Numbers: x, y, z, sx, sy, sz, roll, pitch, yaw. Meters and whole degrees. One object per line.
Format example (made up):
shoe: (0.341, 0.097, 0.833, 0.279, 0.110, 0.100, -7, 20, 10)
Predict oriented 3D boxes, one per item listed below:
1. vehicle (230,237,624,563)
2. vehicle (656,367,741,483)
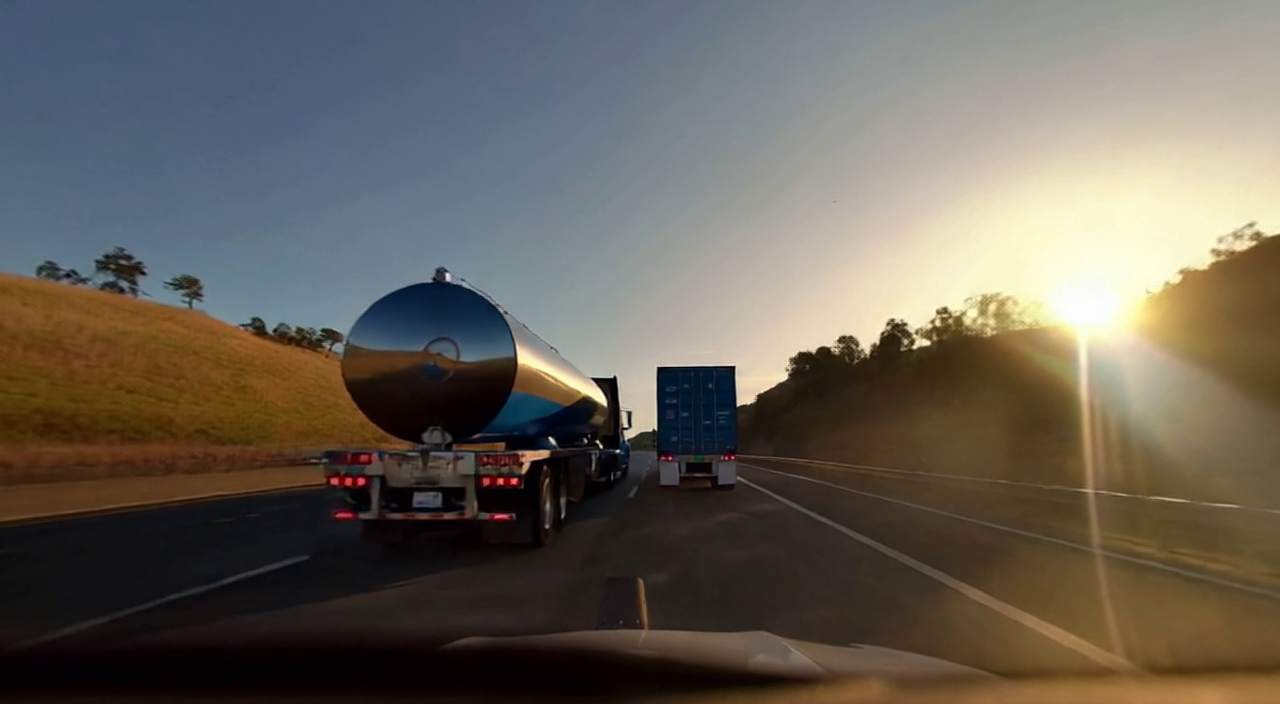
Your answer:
vehicle: (-2.550, 1.765, 15.571, 3.267, 3.655, 17.154, 0, -9, 2)
vehicle: (2.219, 3.378, 27.644, 2.942, 4.003, 11.297, 0, -9, 2)
